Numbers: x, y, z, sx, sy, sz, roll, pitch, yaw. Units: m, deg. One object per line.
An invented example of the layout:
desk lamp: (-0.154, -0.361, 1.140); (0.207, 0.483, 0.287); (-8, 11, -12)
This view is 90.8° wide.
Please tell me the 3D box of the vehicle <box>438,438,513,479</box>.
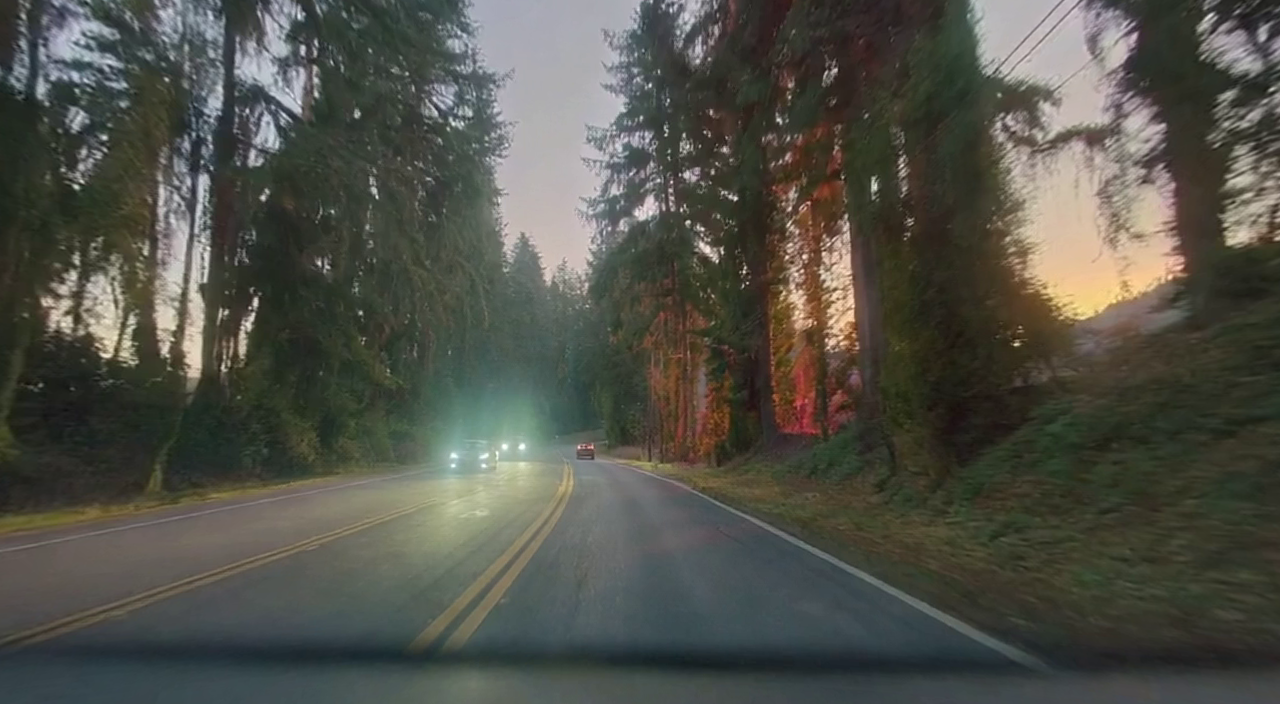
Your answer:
vehicle: (-6.601, 4.298, 25.818); (2.139, 1.498, 4.453); (0, -8, -4)

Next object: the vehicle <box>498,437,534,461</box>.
vehicle: (-9.725, 7.659, 49.905); (2.318, 1.754, 4.328); (1, -9, -6)
